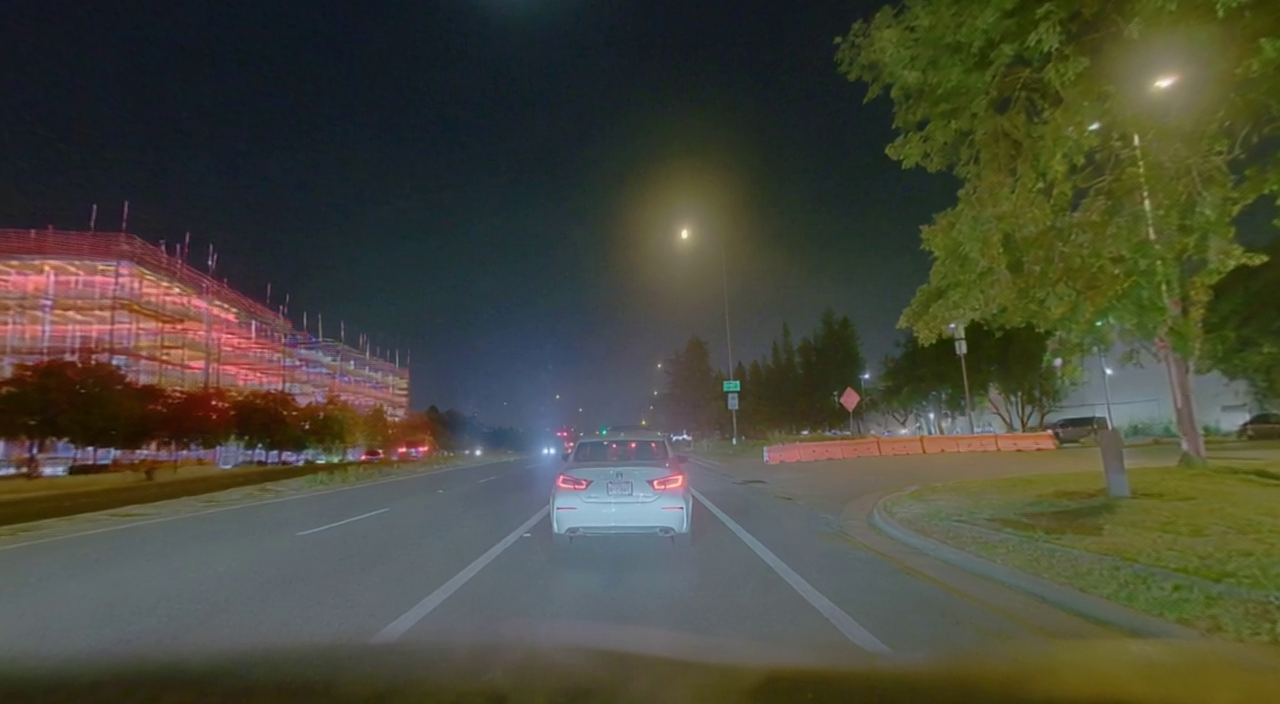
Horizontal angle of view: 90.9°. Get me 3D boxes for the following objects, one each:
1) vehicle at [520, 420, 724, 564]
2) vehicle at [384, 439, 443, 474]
[{"bbox_3d":[-0.192,1.756,8.660,2.112,1.482,4.076,0,-8,0],"label":"vehicle"},{"bbox_3d":[-10.304,4.673,28.455,2.072,1.465,4.394,4,-9,-24],"label":"vehicle"}]
